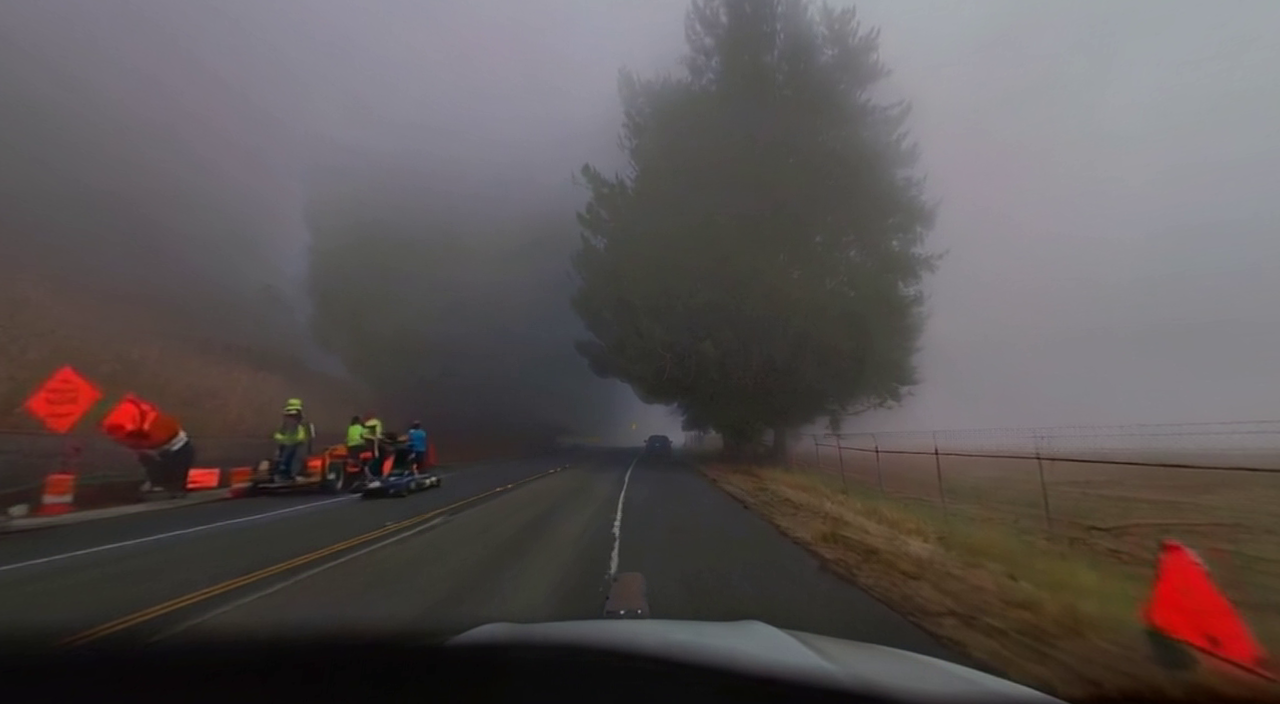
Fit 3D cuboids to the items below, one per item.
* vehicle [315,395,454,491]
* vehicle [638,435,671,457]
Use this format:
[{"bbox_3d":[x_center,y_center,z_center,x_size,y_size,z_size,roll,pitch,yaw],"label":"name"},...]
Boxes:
[{"bbox_3d":[-7.650,2.776,19.241,3.064,2.710,2.385,-1,-9,4],"label":"vehicle"},{"bbox_3d":[0.985,6.519,43.746,2.172,1.486,3.581,0,-9,1],"label":"vehicle"}]
